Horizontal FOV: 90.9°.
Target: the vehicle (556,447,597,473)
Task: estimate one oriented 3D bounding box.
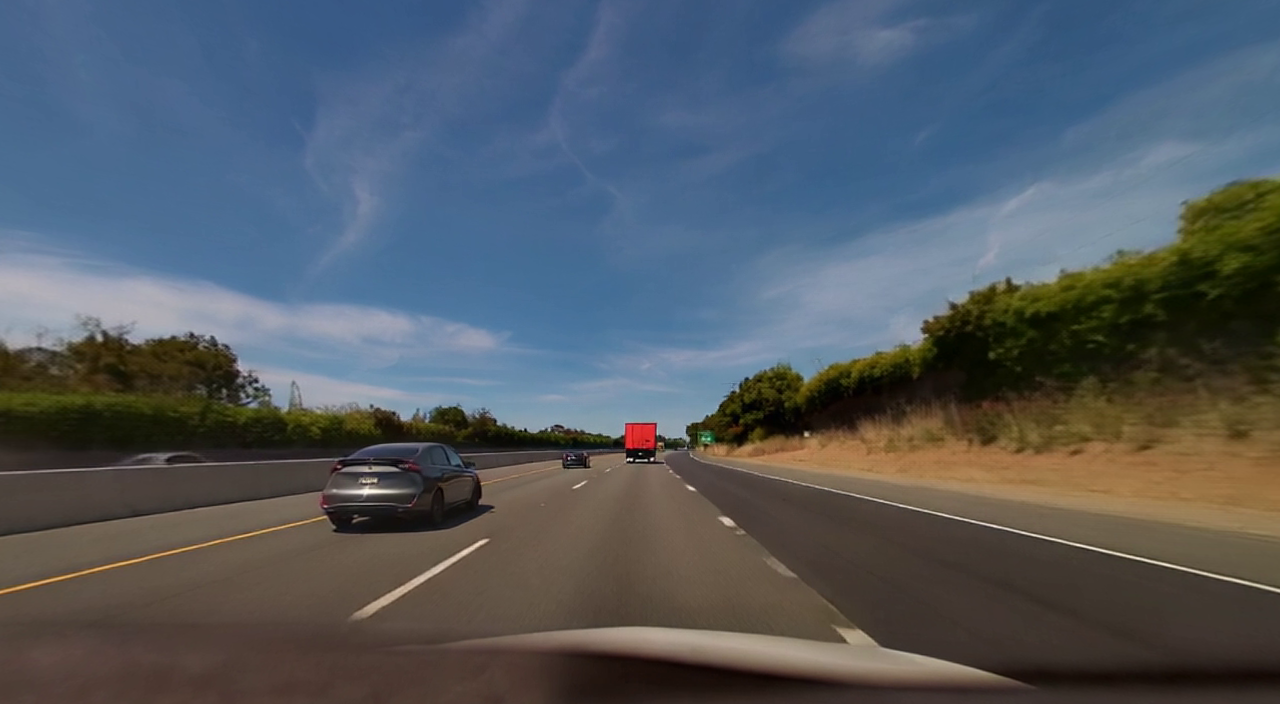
[{"bbox_3d":[-3.768,6.494,38.143,1.981,1.435,4.199,0,-9,1],"label":"vehicle"}]

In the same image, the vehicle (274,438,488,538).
[{"bbox_3d":[-4.384,2.358,11.603,2.010,1.461,4.391,0,-9,1],"label":"vehicle"}]

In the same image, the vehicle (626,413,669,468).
[{"bbox_3d":[0.461,6.597,46.628,2.893,3.628,9.081,0,-9,0],"label":"vehicle"}]
